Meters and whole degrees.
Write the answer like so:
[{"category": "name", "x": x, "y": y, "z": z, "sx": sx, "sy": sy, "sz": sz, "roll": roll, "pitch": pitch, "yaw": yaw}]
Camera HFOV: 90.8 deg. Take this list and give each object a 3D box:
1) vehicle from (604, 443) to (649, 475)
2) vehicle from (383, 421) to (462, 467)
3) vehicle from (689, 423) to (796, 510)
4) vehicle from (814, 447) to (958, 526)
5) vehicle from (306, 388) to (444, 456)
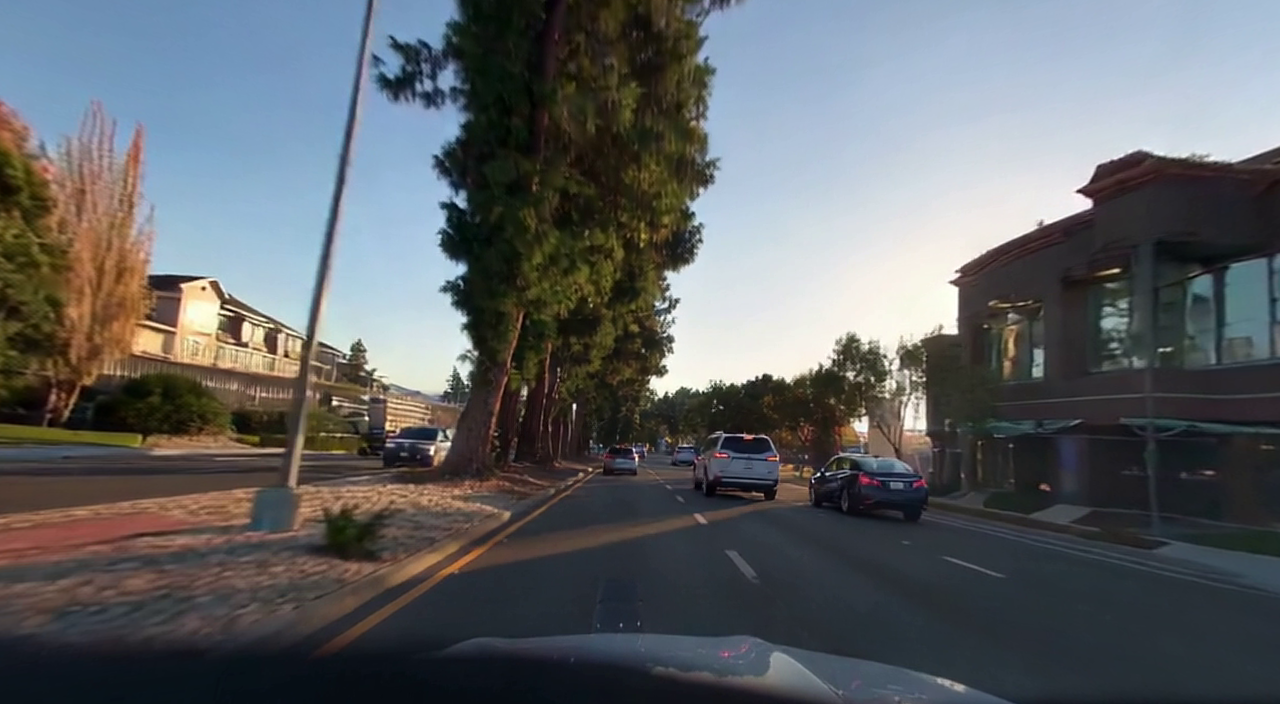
[{"category": "vehicle", "x": -0.685, "y": 5.312, "z": 31.542, "sx": 2.119, "sy": 1.460, "sz": 3.847, "roll": 0, "pitch": -9, "yaw": -1}, {"category": "vehicle", "x": -9.364, "y": 4.024, "z": 27.589, "sx": 1.895, "sy": 1.816, "sz": 4.636, "roll": 0, "pitch": -9, "yaw": -2}, {"category": "vehicle", "x": 2.665, "y": 3.091, "z": 17.442, "sx": 2.035, "sy": 1.940, "sz": 4.299, "roll": 4, "pitch": -9, "yaw": -1}, {"category": "vehicle", "x": 6.197, "y": 3.391, "z": 16.554, "sx": 1.913, "sy": 1.777, "sz": 4.269, "roll": 0, "pitch": -9, "yaw": -2}, {"category": "vehicle", "x": -15.693, "y": 4.595, "z": 39.072, "sx": 2.944, "sy": 3.472, "sz": 12.516, "roll": 1, "pitch": -9, "yaw": 1}]
